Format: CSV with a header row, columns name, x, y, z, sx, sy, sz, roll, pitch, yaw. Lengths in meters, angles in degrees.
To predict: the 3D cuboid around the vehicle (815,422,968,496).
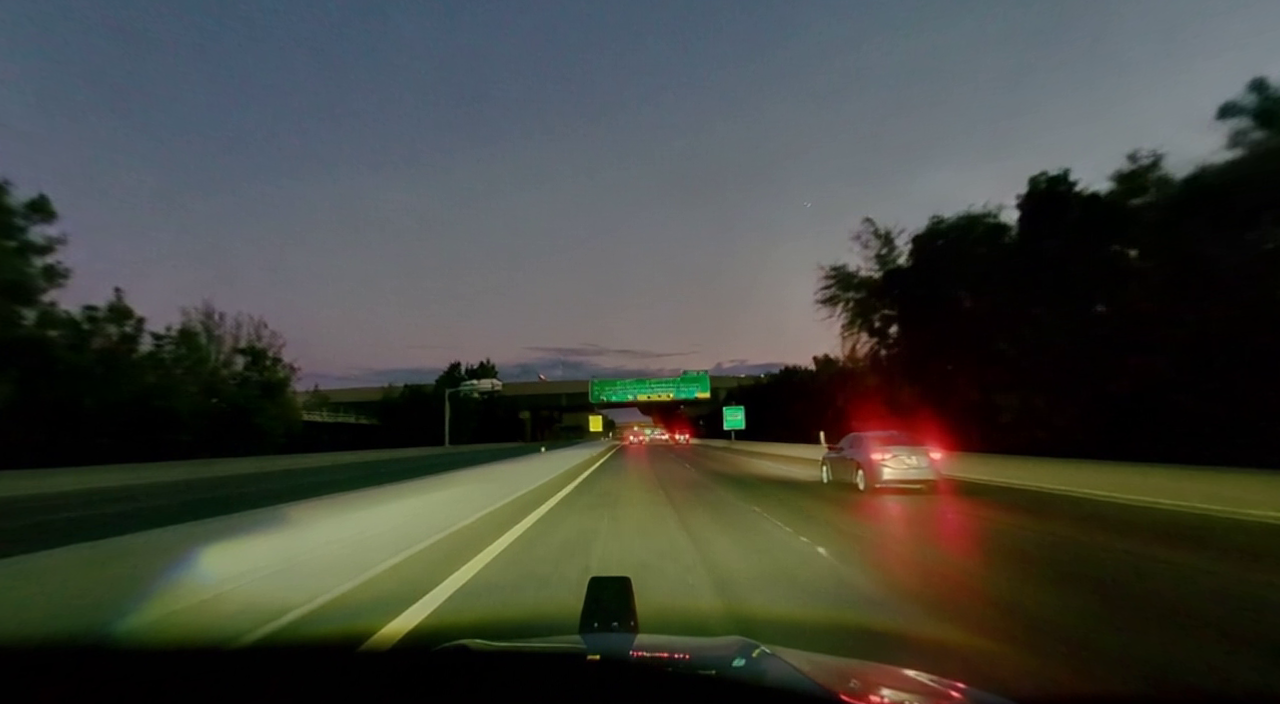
name,x,y,z,sx,sy,sz,roll,pitch,yaw
vehicle,6.008,2.577,15.686,1.940,1.578,4.122,0,-8,-3
